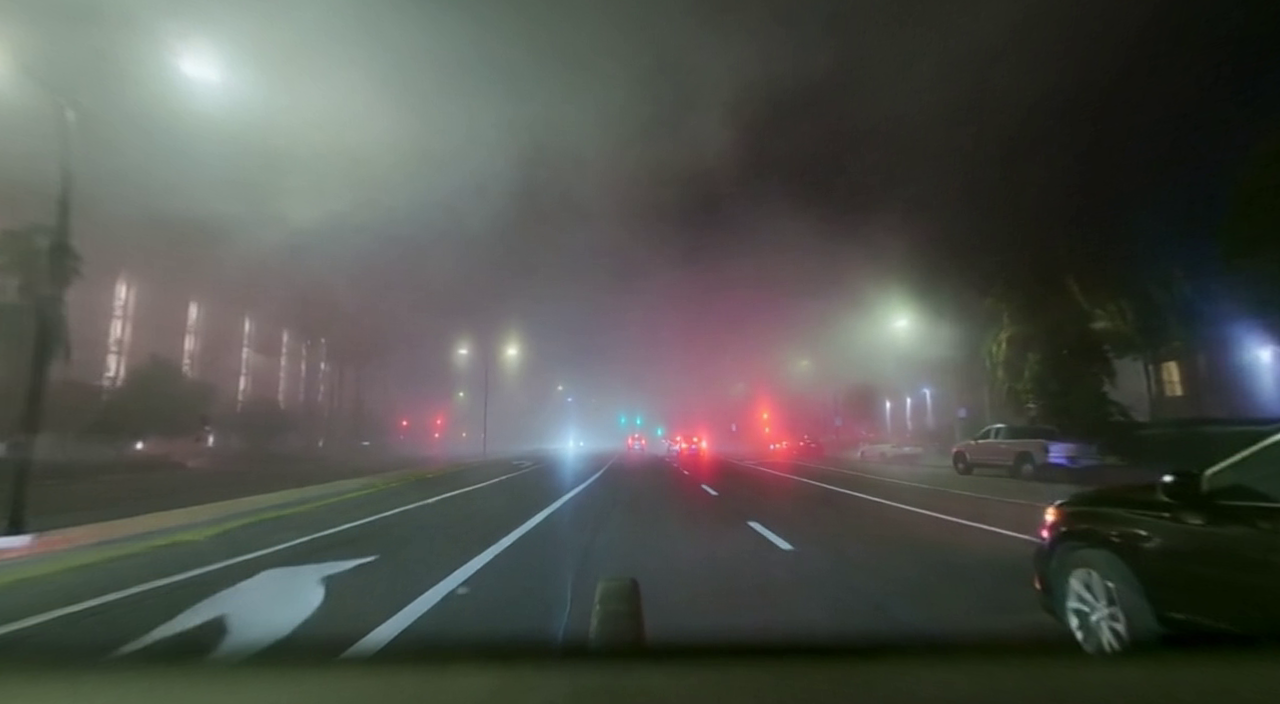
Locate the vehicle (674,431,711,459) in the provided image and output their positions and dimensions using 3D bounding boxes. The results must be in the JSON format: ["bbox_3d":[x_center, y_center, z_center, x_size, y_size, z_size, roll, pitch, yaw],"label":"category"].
[{"bbox_3d":[3.779,6.822,46.303,2.104,1.910,4.693,0,-9,-2],"label":"vehicle"}]

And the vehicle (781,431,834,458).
[{"bbox_3d":[12.702,7.127,48.277,2.157,1.937,5.386,0,-9,-5],"label":"vehicle"}]

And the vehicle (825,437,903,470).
[{"bbox_3d":[10.654,4.889,30.431,1.871,1.465,4.395,0,-9,-4],"label":"vehicle"}]

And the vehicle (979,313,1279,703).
[{"bbox_3d":[3.552,0.689,2.009,2.219,1.795,4.718,0,-9,-1],"label":"vehicle"}]
